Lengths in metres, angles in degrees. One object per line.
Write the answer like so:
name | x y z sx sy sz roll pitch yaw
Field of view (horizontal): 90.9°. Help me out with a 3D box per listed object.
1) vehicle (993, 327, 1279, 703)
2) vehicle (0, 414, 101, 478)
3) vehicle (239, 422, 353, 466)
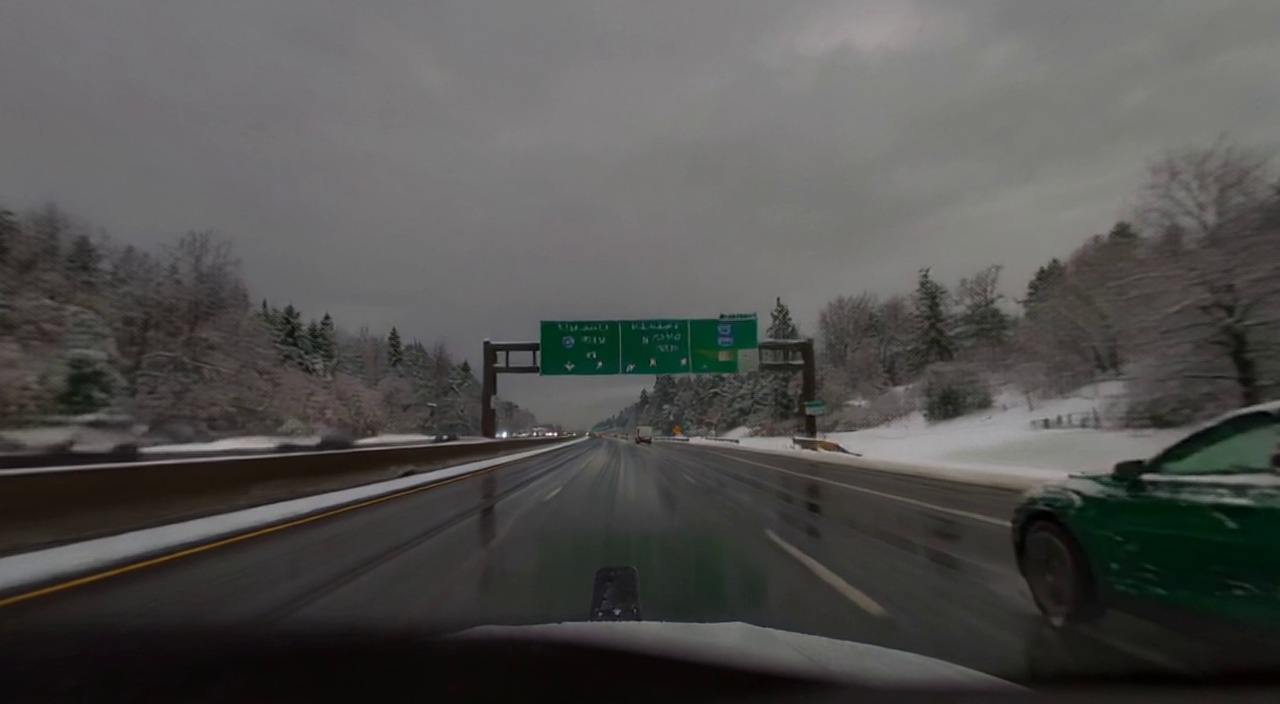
vehicle | 3.654 0.700 2.367 2.107 1.642 4.331 0 -8 0
vehicle | -15.795 2.292 15.438 1.750 1.471 3.894 0 -8 -1
vehicle | -12.648 3.417 23.514 1.921 1.476 4.198 0 -8 -1
